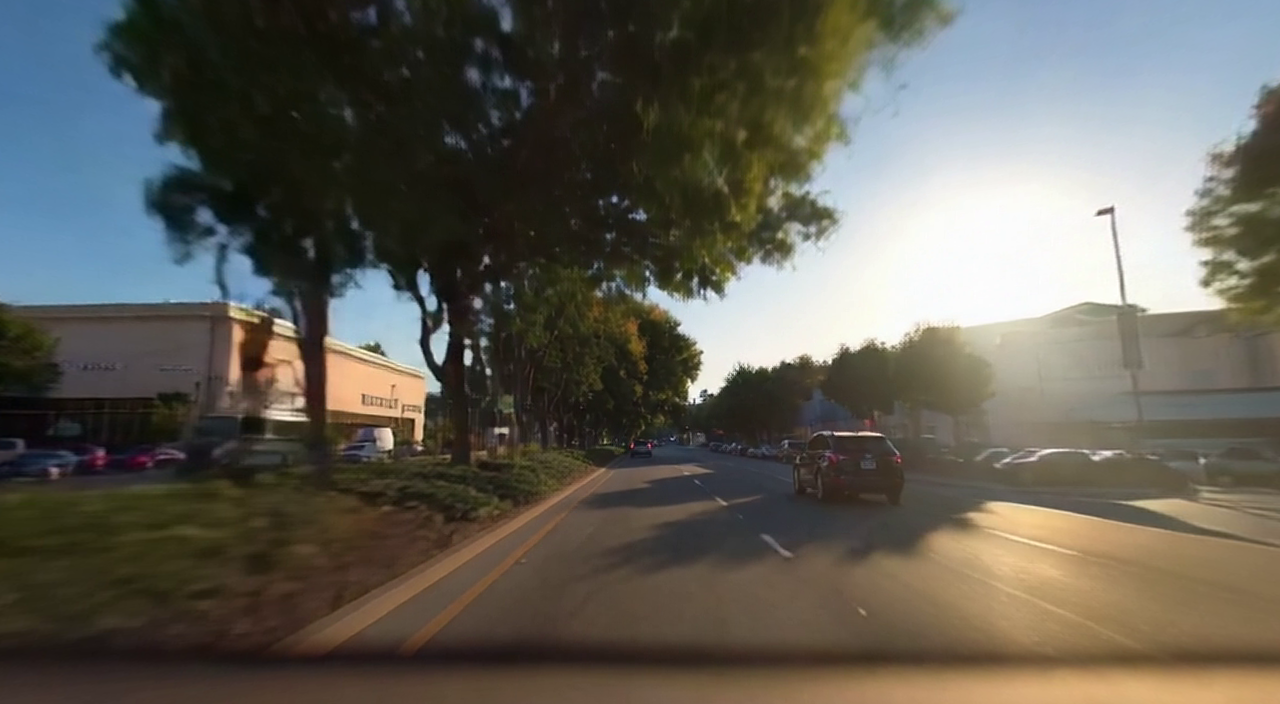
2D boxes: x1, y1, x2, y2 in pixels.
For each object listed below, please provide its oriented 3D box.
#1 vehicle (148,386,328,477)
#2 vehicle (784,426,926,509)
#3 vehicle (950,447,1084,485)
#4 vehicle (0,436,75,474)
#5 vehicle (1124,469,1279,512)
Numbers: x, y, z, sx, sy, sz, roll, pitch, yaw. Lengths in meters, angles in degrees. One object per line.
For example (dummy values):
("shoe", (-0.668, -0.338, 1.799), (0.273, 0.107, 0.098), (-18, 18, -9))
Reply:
("vehicle", (-18.798, 3.899, 30.466), (3.086, 3.767, 8.298), (0, -8, 0))
("vehicle", (4.823, 2.643, 14.828), (2.072, 1.669, 3.836), (0, -8, 2))
("vehicle", (17.230, 5.160, 29.015), (1.924, 1.561, 4.849), (8, -11, -42))
("vehicle", (-25.845, 4.132, 25.549), (4.063, 1.459, 2.004), (0, -8, 4))
("vehicle", (20.167, 4.833, 22.170), (4.671, 1.349, 1.976), (0, -8, -1))
